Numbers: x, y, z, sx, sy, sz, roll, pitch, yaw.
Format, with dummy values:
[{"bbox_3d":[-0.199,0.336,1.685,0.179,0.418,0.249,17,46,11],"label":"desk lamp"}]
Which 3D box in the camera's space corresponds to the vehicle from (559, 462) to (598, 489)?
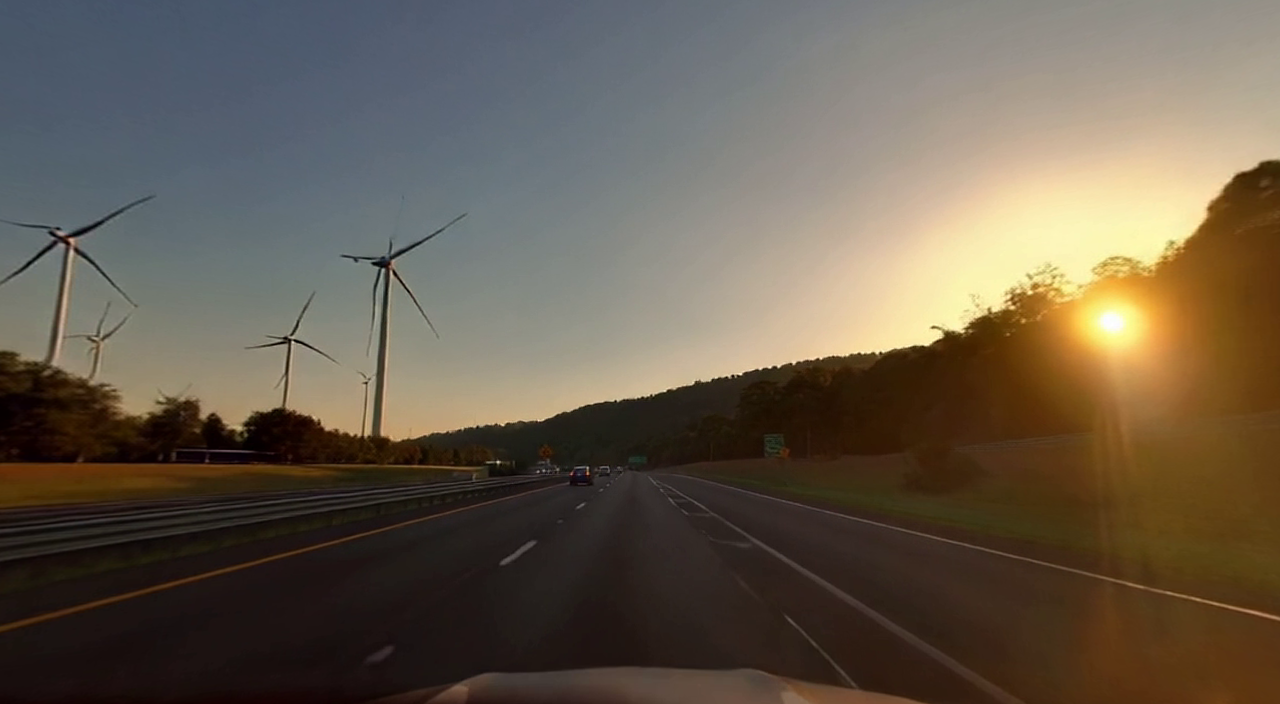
[{"bbox_3d":[-3.750,7.659,39.069,2.001,1.486,4.104,1,-10,-1],"label":"vehicle"}]
